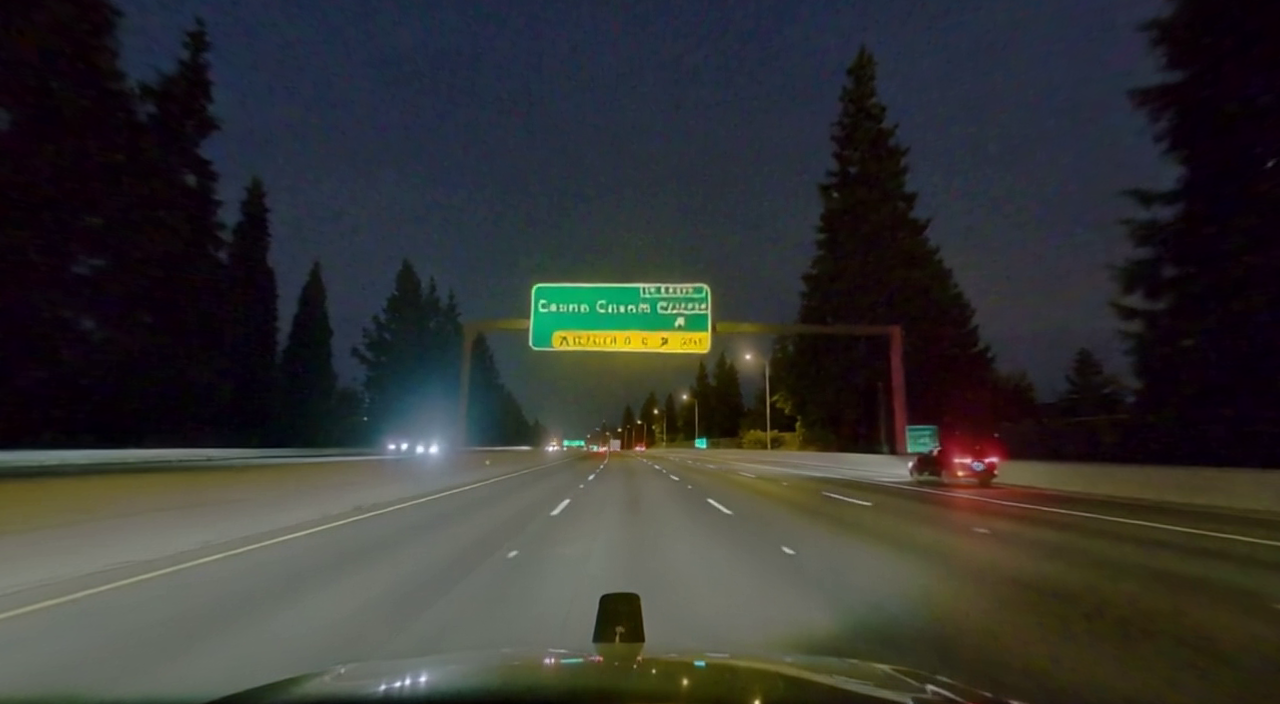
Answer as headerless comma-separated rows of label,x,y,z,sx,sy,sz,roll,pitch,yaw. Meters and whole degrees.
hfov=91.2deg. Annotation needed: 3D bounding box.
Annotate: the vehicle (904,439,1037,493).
vehicle,9.833,3.409,19.022,1.853,1.463,3.780,0,-9,-2
